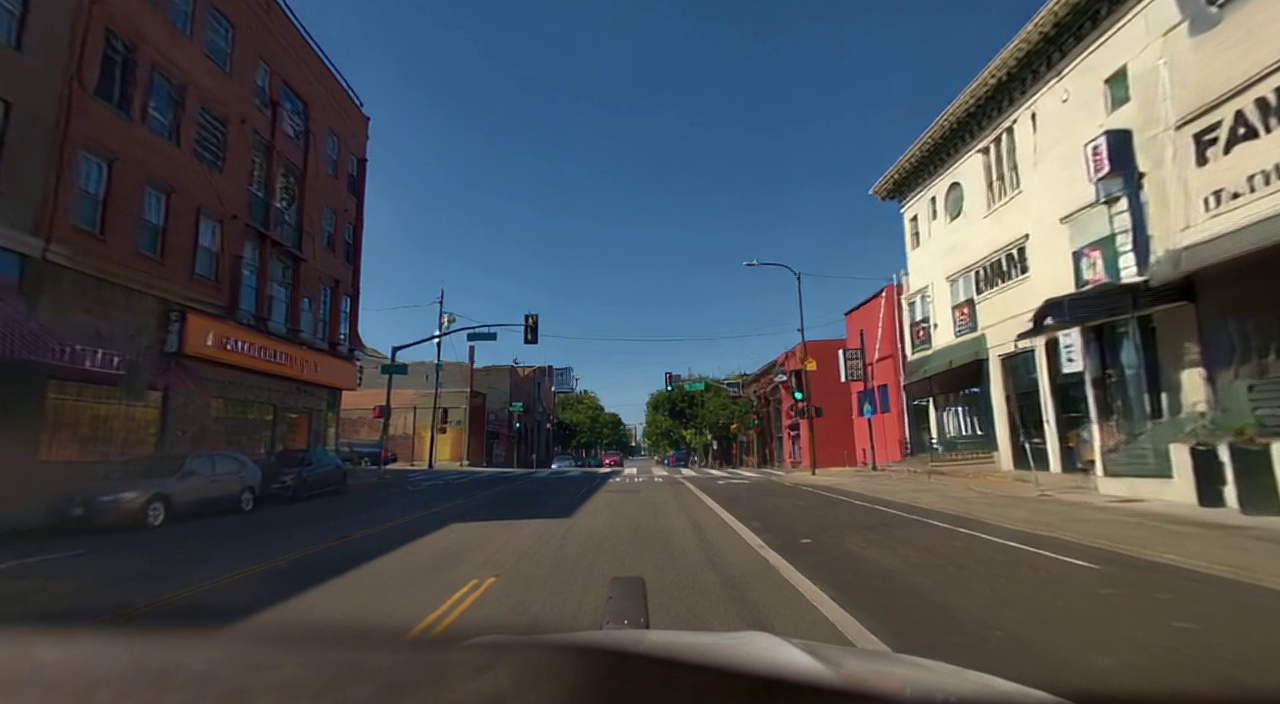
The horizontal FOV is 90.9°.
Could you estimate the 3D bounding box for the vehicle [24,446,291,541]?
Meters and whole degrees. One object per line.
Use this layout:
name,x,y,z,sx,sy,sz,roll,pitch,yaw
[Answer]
vehicle,-9.287,2.691,12.785,1.908,1.529,4.522,0,-8,-1

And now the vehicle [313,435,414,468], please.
vehicle,-17.515,6.298,40.045,5.376,1.994,2.196,-1,-8,8
